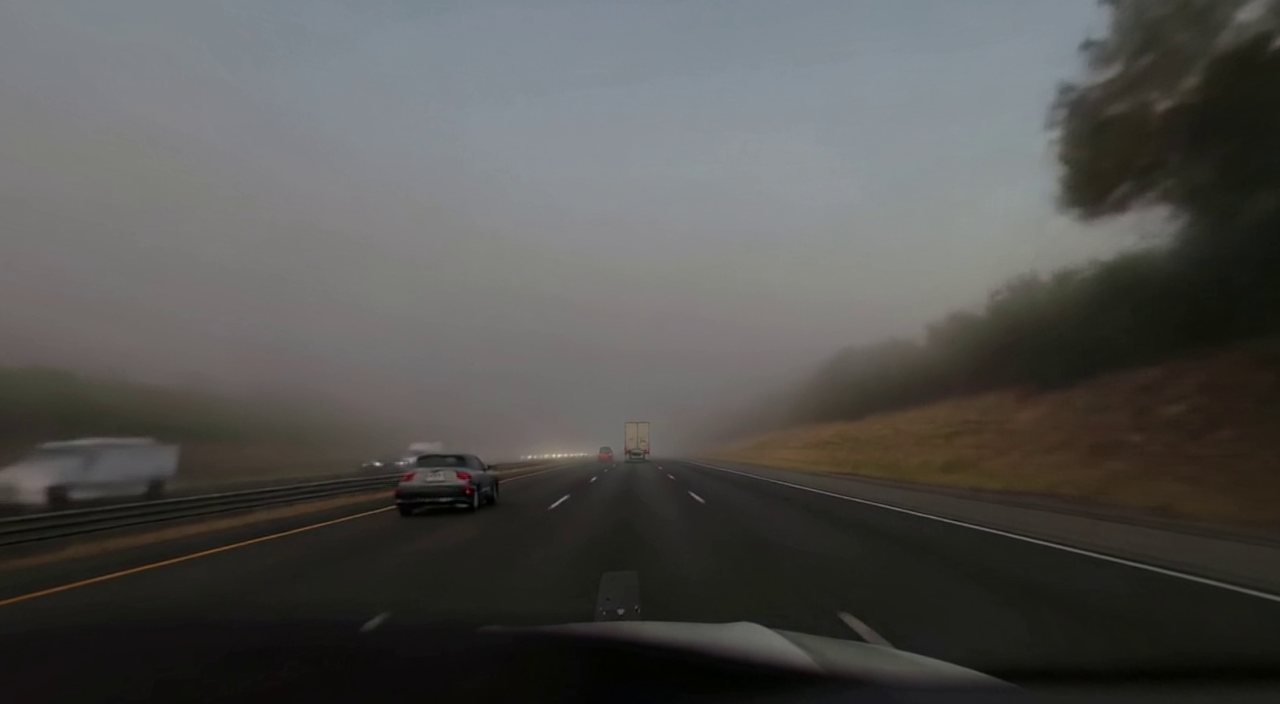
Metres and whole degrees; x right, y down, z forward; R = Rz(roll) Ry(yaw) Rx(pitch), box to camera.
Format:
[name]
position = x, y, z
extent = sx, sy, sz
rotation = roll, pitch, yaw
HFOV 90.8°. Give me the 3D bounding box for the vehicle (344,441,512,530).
[vehicle]
position = -4.142, 2.661, 13.170
extent = 2.051, 1.537, 4.111
rotation = 0, -9, 0
